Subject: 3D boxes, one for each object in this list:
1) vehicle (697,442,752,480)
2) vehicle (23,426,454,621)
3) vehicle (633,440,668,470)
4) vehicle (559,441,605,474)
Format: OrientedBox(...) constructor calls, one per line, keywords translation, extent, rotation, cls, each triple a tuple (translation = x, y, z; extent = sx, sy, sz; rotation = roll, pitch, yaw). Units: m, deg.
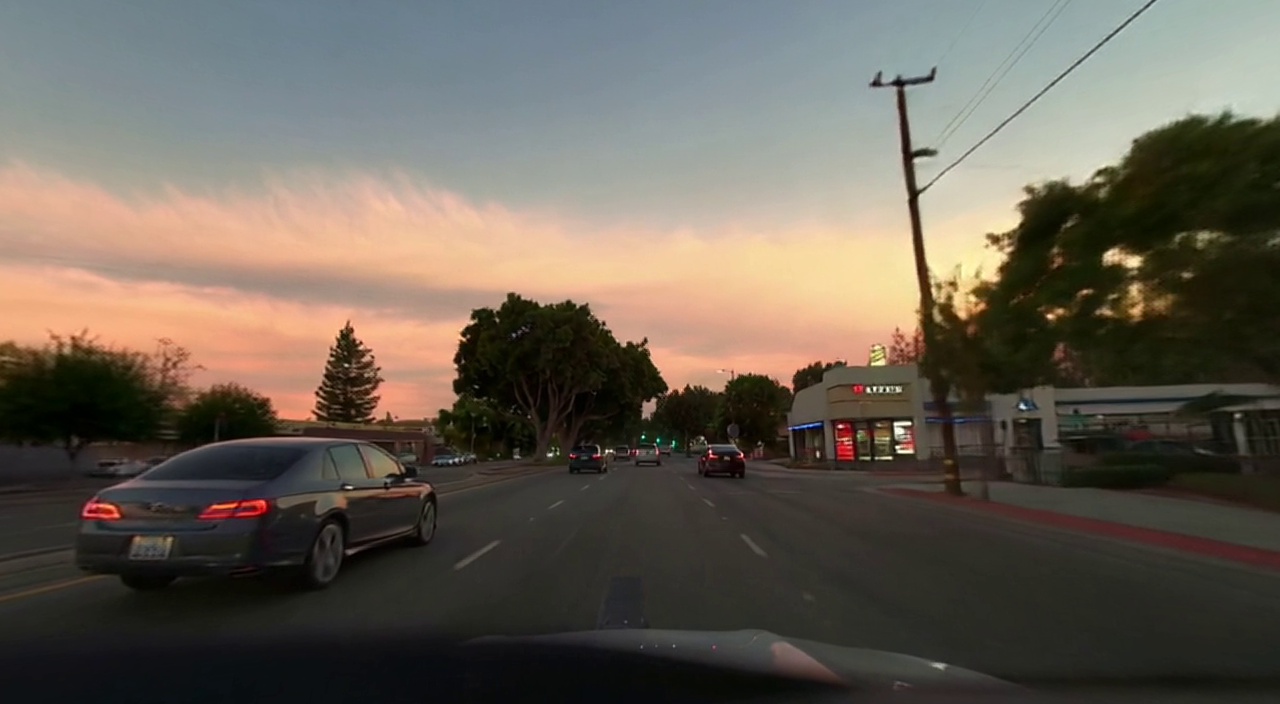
OrientedBox(translation=(3.693, 4.820, 28.087), extent=(1.922, 1.579, 3.642), rotation=(0, -9, -1), cls="vehicle")
OrientedBox(translation=(-3.756, 1.647, 7.099), extent=(1.908, 1.481, 4.351), rotation=(0, -9, 1), cls="vehicle")
OrientedBox(translation=(0.688, 6.718, 41.344), extent=(2.193, 1.873, 4.033), rotation=(0, -9, 0), cls="vehicle")
OrientedBox(translation=(-3.133, 5.782, 34.745), extent=(2.026, 1.665, 4.193), rotation=(0, -9, 2), cls="vehicle")
